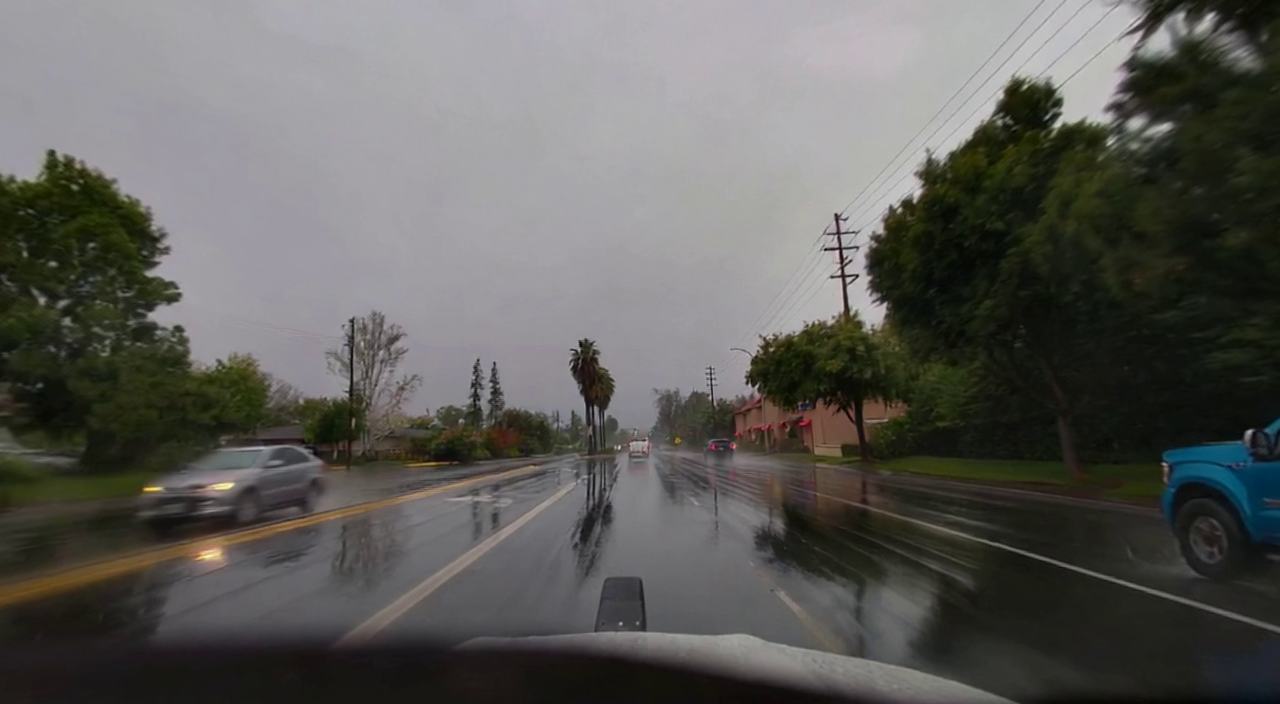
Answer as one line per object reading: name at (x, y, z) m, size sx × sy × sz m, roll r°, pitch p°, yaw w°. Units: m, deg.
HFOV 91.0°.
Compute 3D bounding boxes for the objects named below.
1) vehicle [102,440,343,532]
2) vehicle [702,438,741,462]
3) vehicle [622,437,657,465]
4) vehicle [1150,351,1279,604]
vehicle at (-8.058, 2.588, 12.773) m, size 1.949 × 1.527 × 4.243 m, roll 0°, pitch -9°, yaw 0°
vehicle at (6.078, 7.371, 47.453) m, size 2.252 × 1.718 × 4.617 m, roll 0°, pitch -9°, yaw 0°
vehicle at (-0.031, 6.424, 40.898) m, size 2.138 × 1.702 × 4.168 m, roll 0°, pitch -9°, yaw 0°
vehicle at (5.987, 0.775, 3.643) m, size 2.355 × 1.889 × 4.392 m, roll 0°, pitch -9°, yaw 1°
